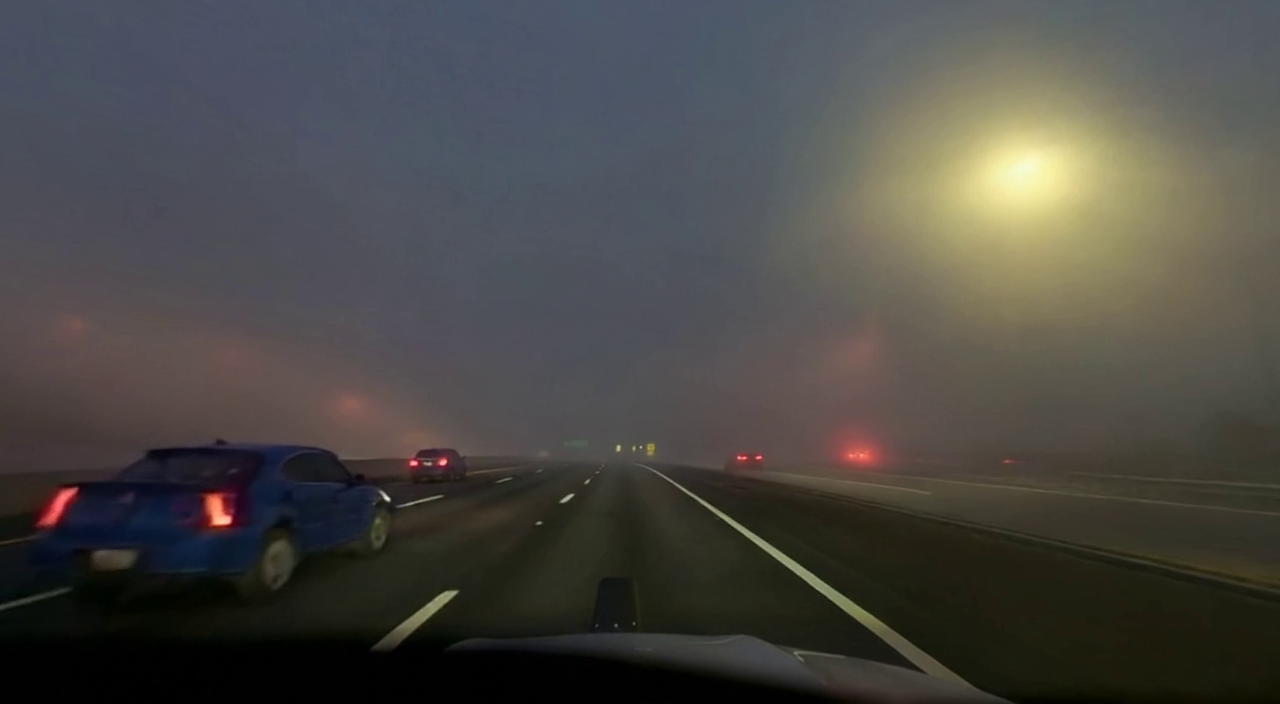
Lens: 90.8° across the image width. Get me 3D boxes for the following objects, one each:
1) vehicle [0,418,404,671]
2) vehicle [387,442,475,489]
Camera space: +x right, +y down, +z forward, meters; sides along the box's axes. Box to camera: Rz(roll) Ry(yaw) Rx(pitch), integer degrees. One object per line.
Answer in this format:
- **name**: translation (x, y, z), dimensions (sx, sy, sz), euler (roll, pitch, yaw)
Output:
- **vehicle**: translation (-4.120, 1.488, 6.022), dimensions (2.050, 1.507, 4.316), euler (0, -9, 0)
- **vehicle**: translation (-7.688, 4.210, 23.739), dimensions (1.924, 1.601, 4.115), euler (0, -9, -1)
